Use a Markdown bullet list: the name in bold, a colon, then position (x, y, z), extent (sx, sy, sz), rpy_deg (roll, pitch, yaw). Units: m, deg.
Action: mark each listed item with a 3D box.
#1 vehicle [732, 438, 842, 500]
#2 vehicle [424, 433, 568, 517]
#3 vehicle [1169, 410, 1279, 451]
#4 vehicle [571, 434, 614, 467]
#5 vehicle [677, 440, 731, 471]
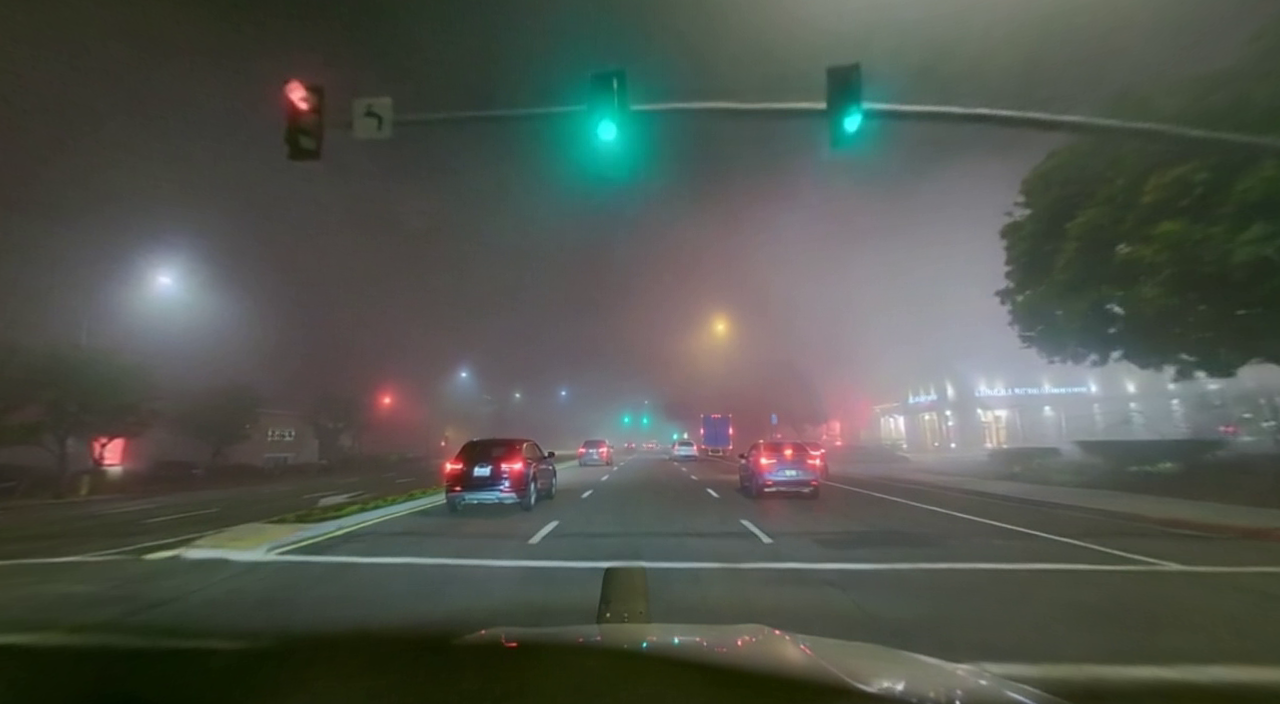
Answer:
- **vehicle**: position (3.805, 3.099, 17.123), extent (1.972, 1.452, 4.189), rpy_deg (0, -8, 0)
- **vehicle**: position (-2.908, 2.594, 13.840), extent (2.003, 1.509, 4.396), rpy_deg (-1, -8, 2)
- **vehicle**: position (40.247, 5.485, 43.385), extent (2.787, 2.561, 5.416), rpy_deg (-1, -9, 1)
- **vehicle**: position (-2.714, 5.761, 36.998), extent (2.137, 1.796, 4.304), rpy_deg (0, -8, 1)
- **vehicle**: position (3.186, 5.299, 32.397), extent (2.020, 1.461, 4.326), rpy_deg (0, -8, -4)
